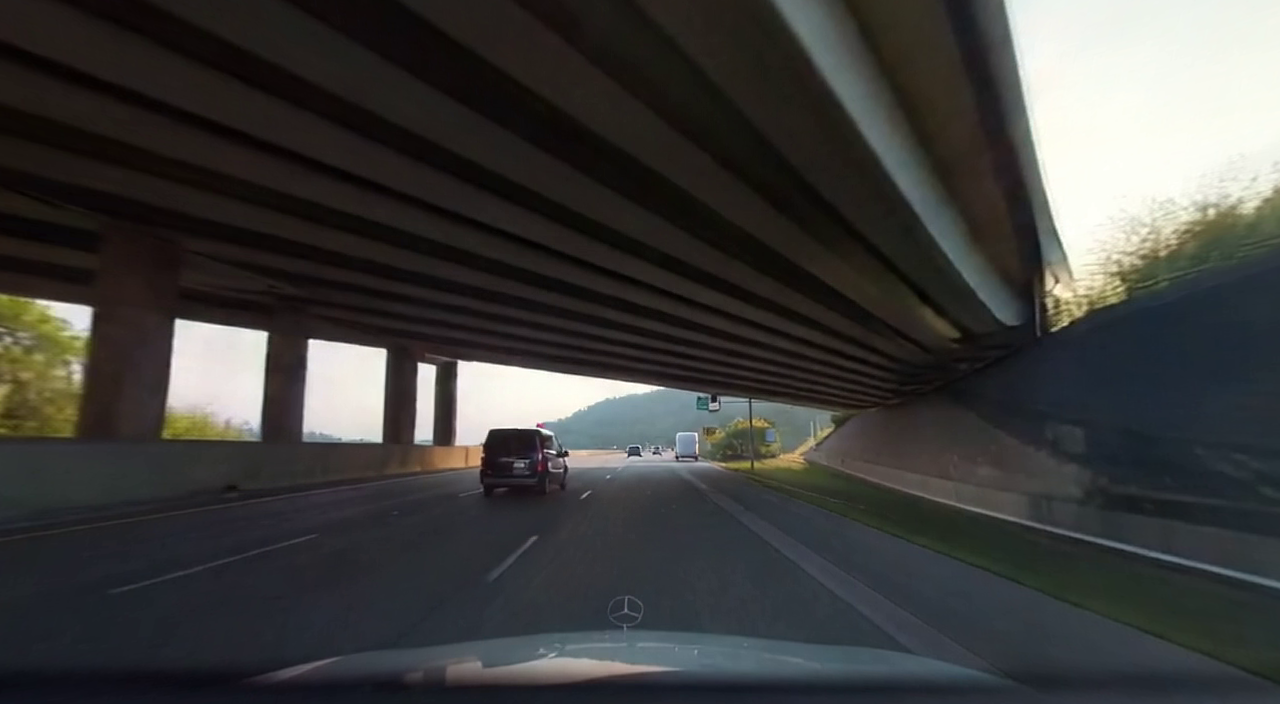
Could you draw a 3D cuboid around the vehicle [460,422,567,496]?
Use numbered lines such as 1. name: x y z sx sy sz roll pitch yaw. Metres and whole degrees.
1. vehicle: -3.668 3.252 19.327 2.167 1.929 5.037 0 -9 1
